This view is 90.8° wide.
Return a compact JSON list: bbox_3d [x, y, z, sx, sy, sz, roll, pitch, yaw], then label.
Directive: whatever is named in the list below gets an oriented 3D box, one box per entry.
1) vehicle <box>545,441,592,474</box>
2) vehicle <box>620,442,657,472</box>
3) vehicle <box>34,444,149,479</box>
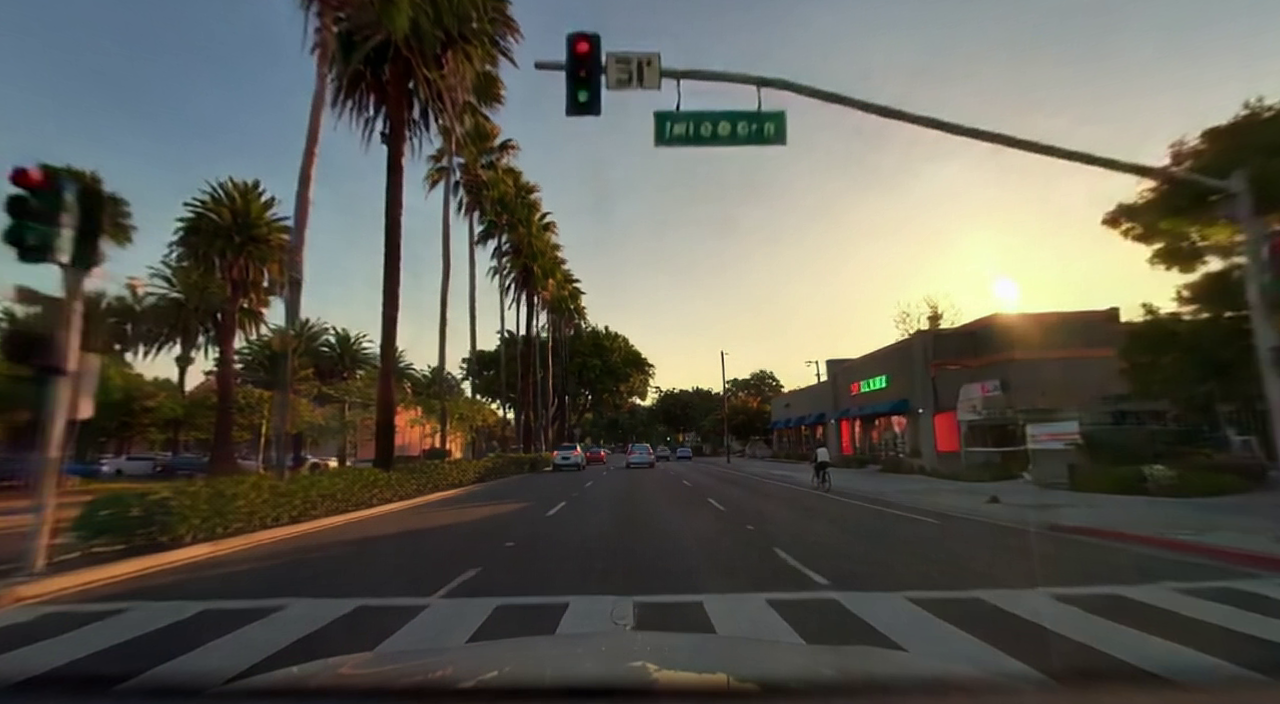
[{"bbox_3d":[-3.926,5.912,35.607,2.071,1.744,4.500,0,-9,1],"label":"vehicle"},{"bbox_3d":[-0.117,6.237,37.712,2.102,1.653,3.698,0,-9,-1],"label":"vehicle"},{"bbox_3d":[-34.457,6.885,39.762,5.109,2.014,2.269,-2,-10,2],"label":"vehicle"}]
